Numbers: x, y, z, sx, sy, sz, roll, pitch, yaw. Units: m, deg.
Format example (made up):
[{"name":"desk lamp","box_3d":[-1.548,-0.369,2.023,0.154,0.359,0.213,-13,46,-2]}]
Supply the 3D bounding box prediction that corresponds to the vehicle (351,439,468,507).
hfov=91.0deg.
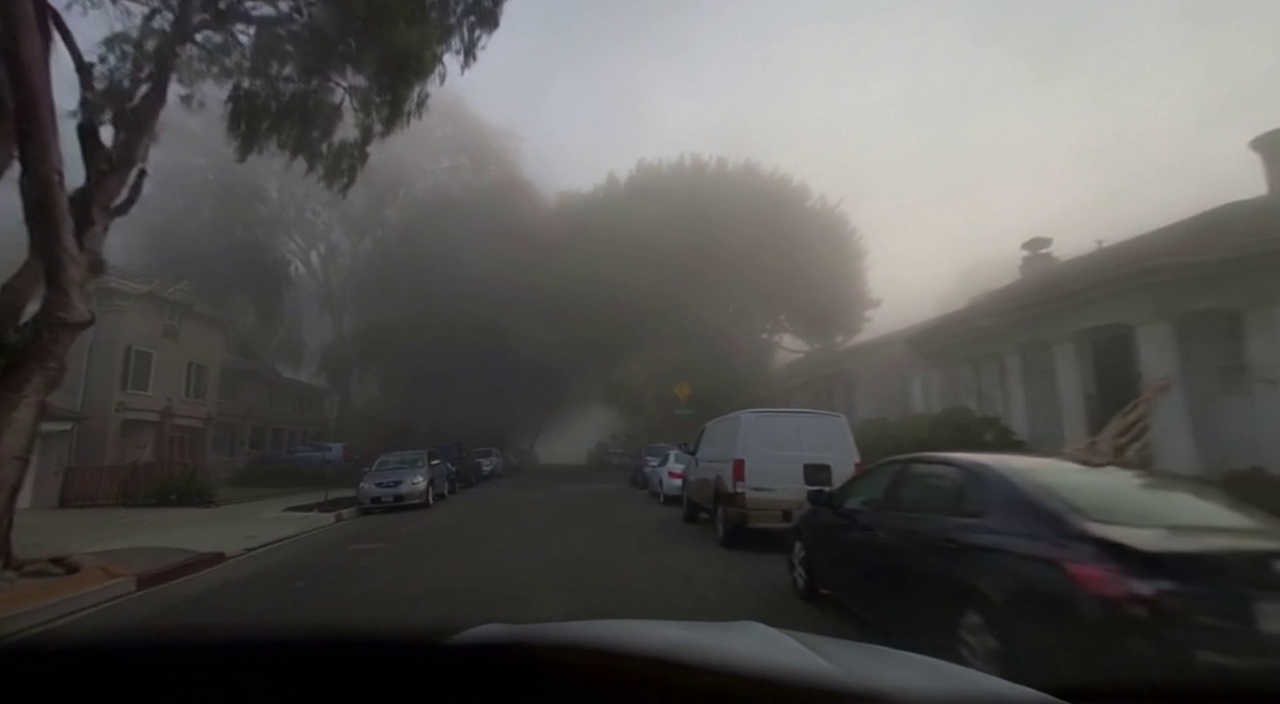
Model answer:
[{"name":"vehicle","box_3d":[-6.109,3.204,17.318,1.908,1.493,4.806,3,-8,-7]}]

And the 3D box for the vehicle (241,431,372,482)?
[{"name":"vehicle","box_3d":[-13.202,4.122,25.165,4.153,1.550,2.029,-1,-2,-8]}]

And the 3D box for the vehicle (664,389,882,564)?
[{"name":"vehicle","box_3d":[1.790,1.838,10.438,1.993,2.129,4.893,-1,-7,-7]}]

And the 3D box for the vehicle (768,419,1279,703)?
[{"name":"vehicle","box_3d":[2.440,1.161,3.825,1.828,1.442,4.476,-1,-7,-8]}]
